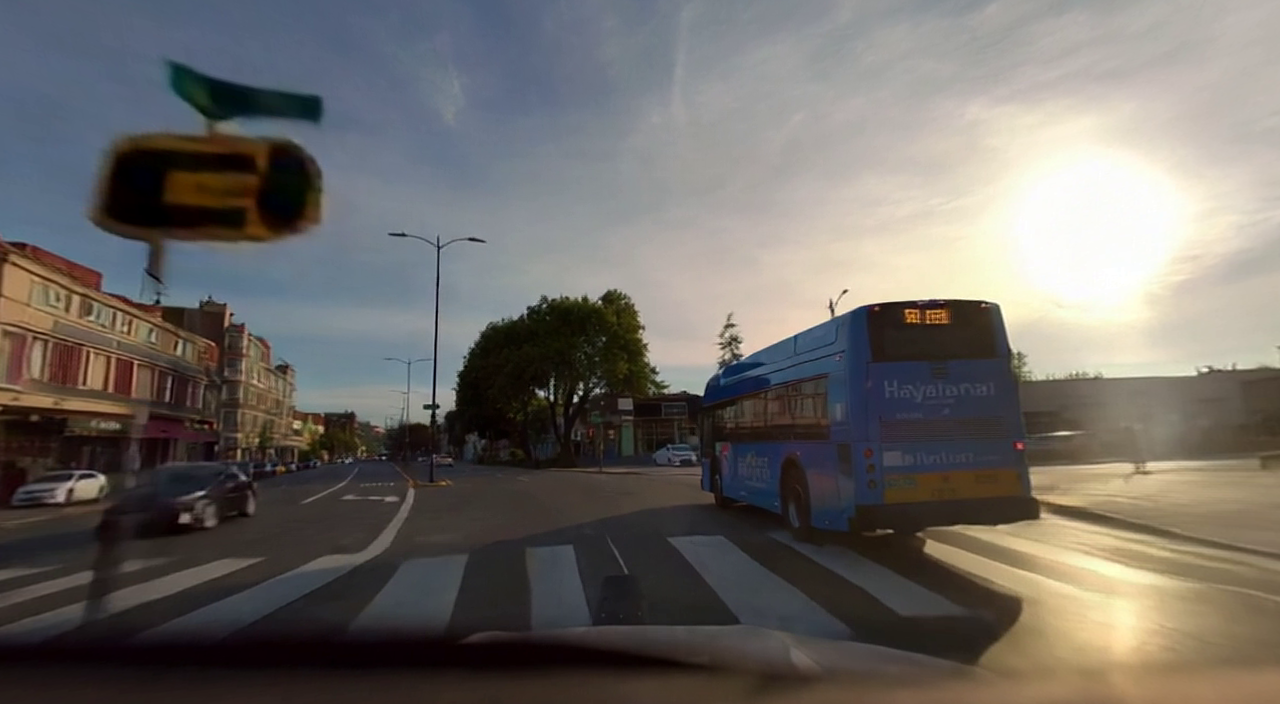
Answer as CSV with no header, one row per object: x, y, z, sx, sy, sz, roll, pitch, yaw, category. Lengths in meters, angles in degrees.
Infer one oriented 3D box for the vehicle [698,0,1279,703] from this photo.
2.820,0.258,3.693,3.194,3.345,12.428,0,-8,-3,vehicle

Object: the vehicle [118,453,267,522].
-11.744,3.513,16.939,1.944,1.505,3.944,2,-9,-16,vehicle

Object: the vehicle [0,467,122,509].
-25.081,5.764,26.998,4.384,1.500,1.864,6,-11,-37,vehicle
